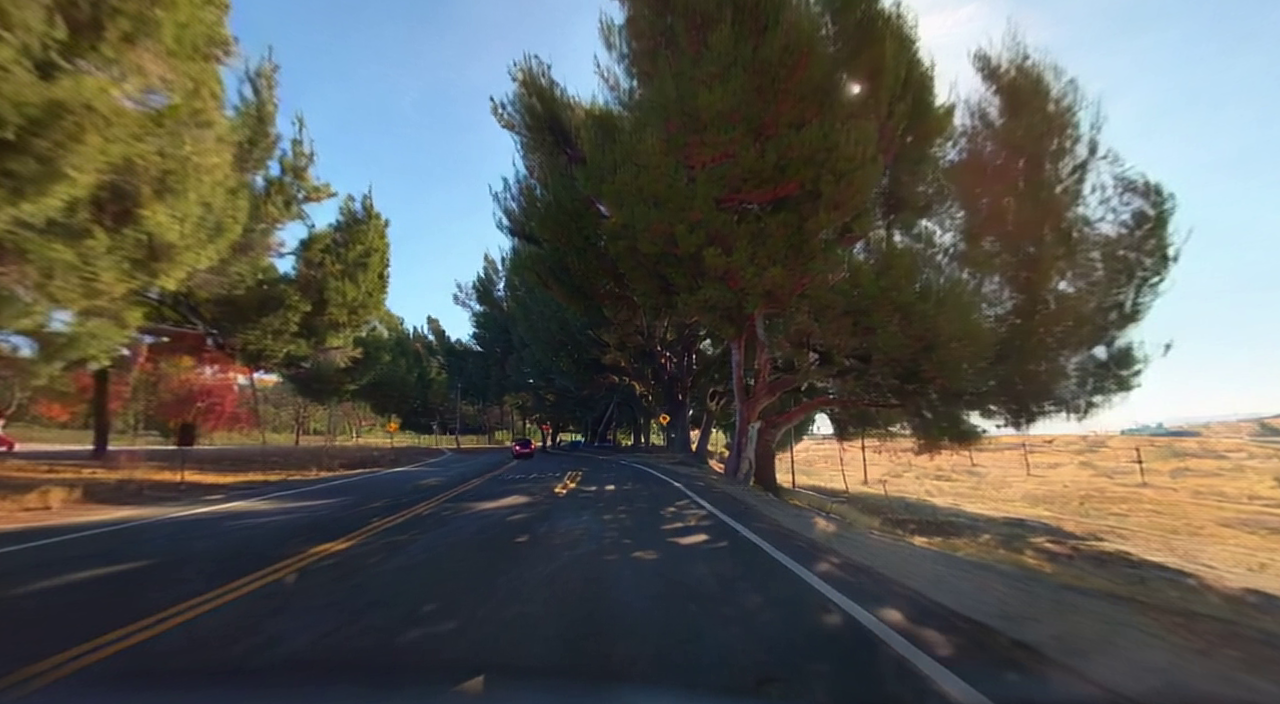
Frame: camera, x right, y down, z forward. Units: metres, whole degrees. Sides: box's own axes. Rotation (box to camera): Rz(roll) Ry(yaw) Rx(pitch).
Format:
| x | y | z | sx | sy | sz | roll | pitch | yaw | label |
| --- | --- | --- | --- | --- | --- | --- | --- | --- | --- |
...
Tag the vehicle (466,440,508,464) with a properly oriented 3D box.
| x | y | z | sx | sy | sz | roll | pitch | yaw | label |
| --- | --- | --- | --- | --- | --- | --- | --- | --- | --- |
| -10.726 | 7.028 | 44.390 | 2.129 | 1.590 | 4.616 | 0 | -8 | -4 | vehicle |
